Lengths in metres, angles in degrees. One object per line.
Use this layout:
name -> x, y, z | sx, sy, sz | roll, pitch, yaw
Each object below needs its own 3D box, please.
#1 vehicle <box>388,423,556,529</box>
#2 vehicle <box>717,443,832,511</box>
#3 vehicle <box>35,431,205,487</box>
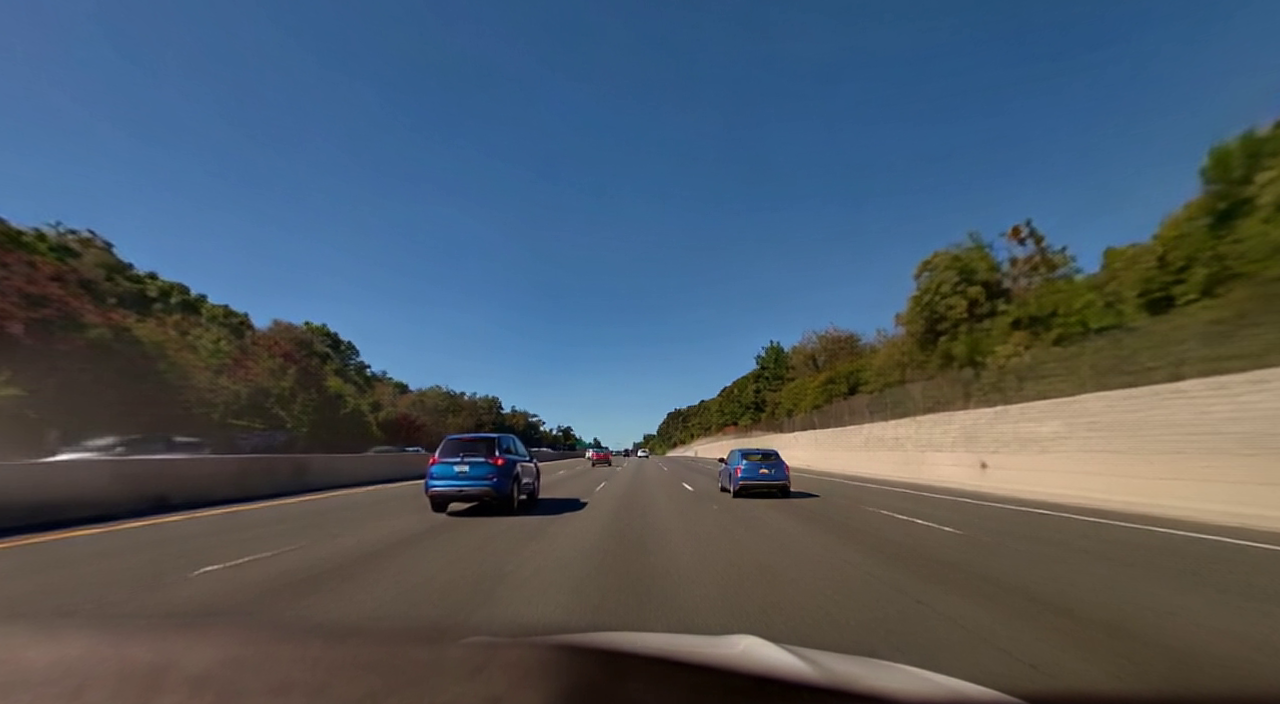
vehicle -> -3.114, 2.414, 12.835 | 2.137, 1.756, 4.453 | 0, -9, 1
vehicle -> 3.272, 3.118, 16.181 | 1.979, 1.486, 4.125 | 0, -9, -1
vehicle -> -21.726, 4.506, 26.771 | 2.319, 2.090, 5.628 | 0, -9, 1
